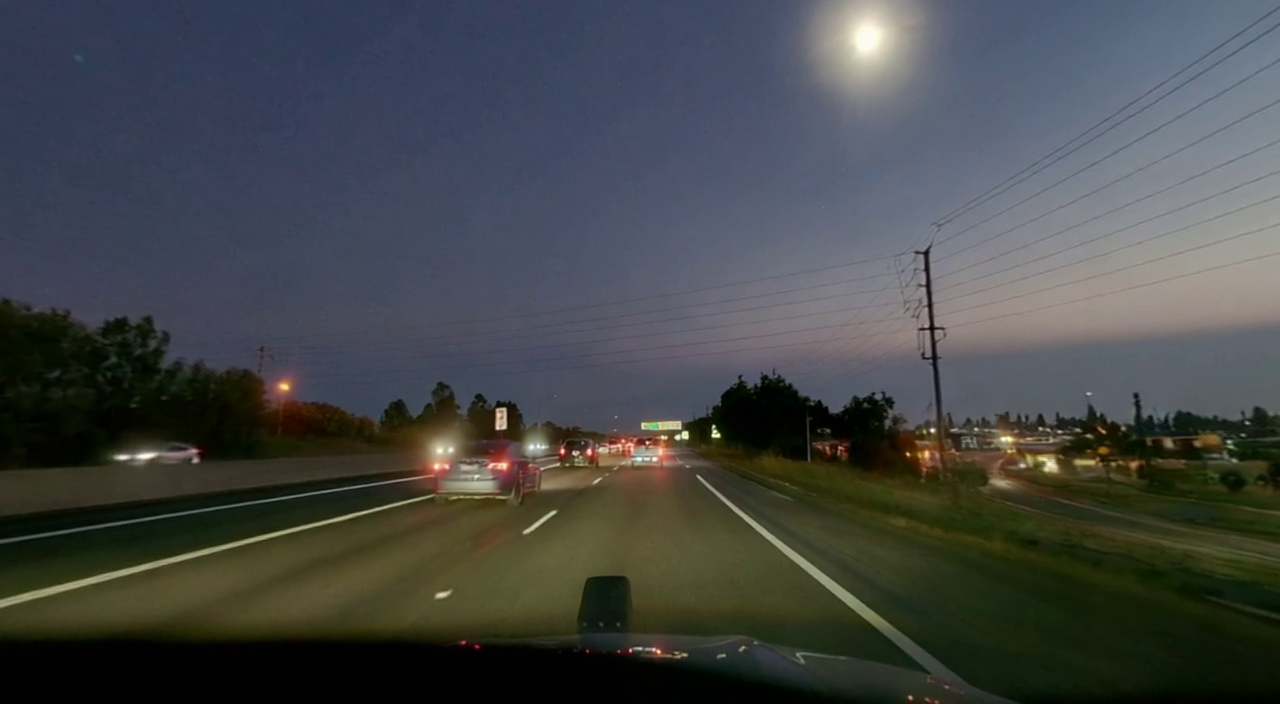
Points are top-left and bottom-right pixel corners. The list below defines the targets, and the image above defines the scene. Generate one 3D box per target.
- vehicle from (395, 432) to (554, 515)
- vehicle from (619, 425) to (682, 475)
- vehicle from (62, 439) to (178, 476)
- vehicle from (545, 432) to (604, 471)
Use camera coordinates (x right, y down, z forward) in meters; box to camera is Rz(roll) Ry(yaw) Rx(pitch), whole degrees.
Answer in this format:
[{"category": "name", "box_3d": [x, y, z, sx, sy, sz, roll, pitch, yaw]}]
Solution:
[{"category": "vehicle", "box_3d": [-3.261, 2.501, 13.524, 2.092, 1.464, 4.466, 0, -8, 2]}, {"category": "vehicle", "box_3d": [0.442, 3.954, 25.547, 2.319, 1.813, 4.274, 0, -8, 1]}, {"category": "vehicle", "box_3d": [-24.133, 4.902, 29.474, 1.908, 1.571, 3.968, 0, -8, 2]}, {"category": "vehicle", "box_3d": [-2.959, 4.658, 29.711, 2.051, 1.695, 4.731, -1, -8, 3]}]
